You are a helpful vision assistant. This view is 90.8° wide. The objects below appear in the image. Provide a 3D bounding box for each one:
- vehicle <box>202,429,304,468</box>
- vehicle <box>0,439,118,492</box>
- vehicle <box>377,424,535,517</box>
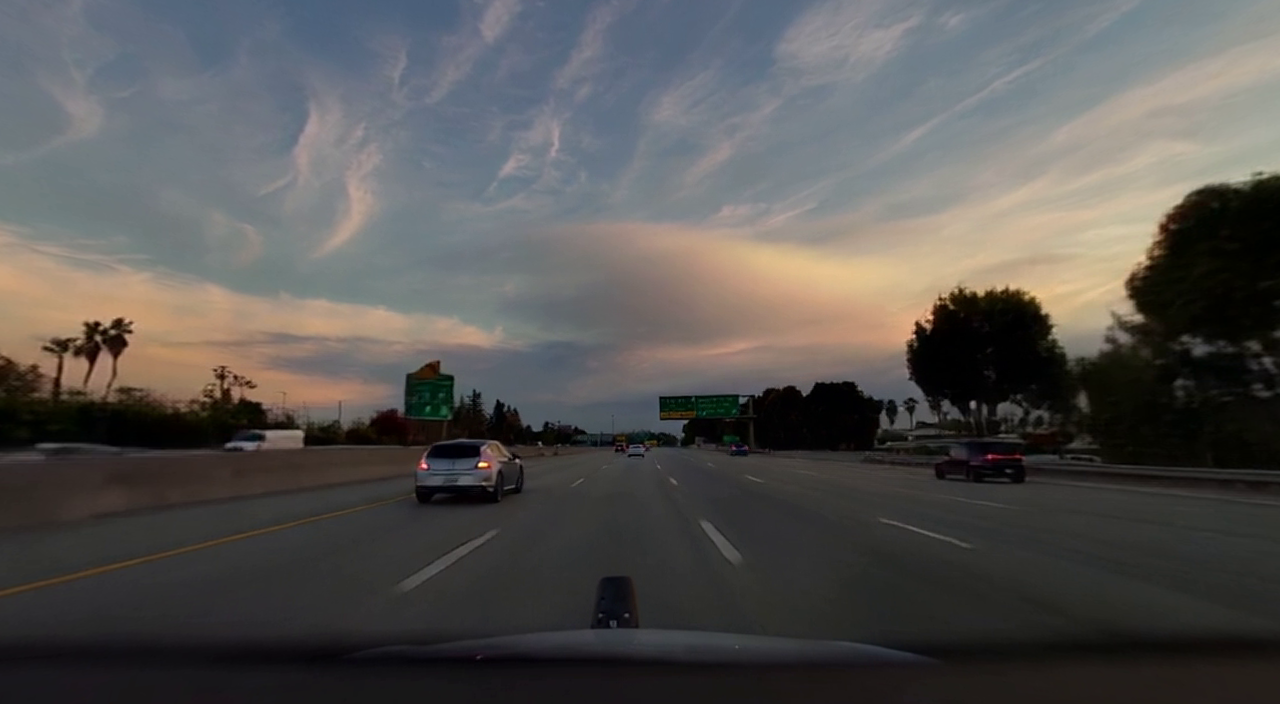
[{"bbox_3d":[-22.295,5.584,36.765,2.304,2.105,5.701,0,-8,0],"label":"vehicle"},{"bbox_3d":[-18.991,3.409,19.268,2.040,1.464,4.805,0,-8,0],"label":"vehicle"},{"bbox_3d":[-3.652,2.441,13.580,1.996,1.617,4.637,0,-8,0],"label":"vehicle"}]
